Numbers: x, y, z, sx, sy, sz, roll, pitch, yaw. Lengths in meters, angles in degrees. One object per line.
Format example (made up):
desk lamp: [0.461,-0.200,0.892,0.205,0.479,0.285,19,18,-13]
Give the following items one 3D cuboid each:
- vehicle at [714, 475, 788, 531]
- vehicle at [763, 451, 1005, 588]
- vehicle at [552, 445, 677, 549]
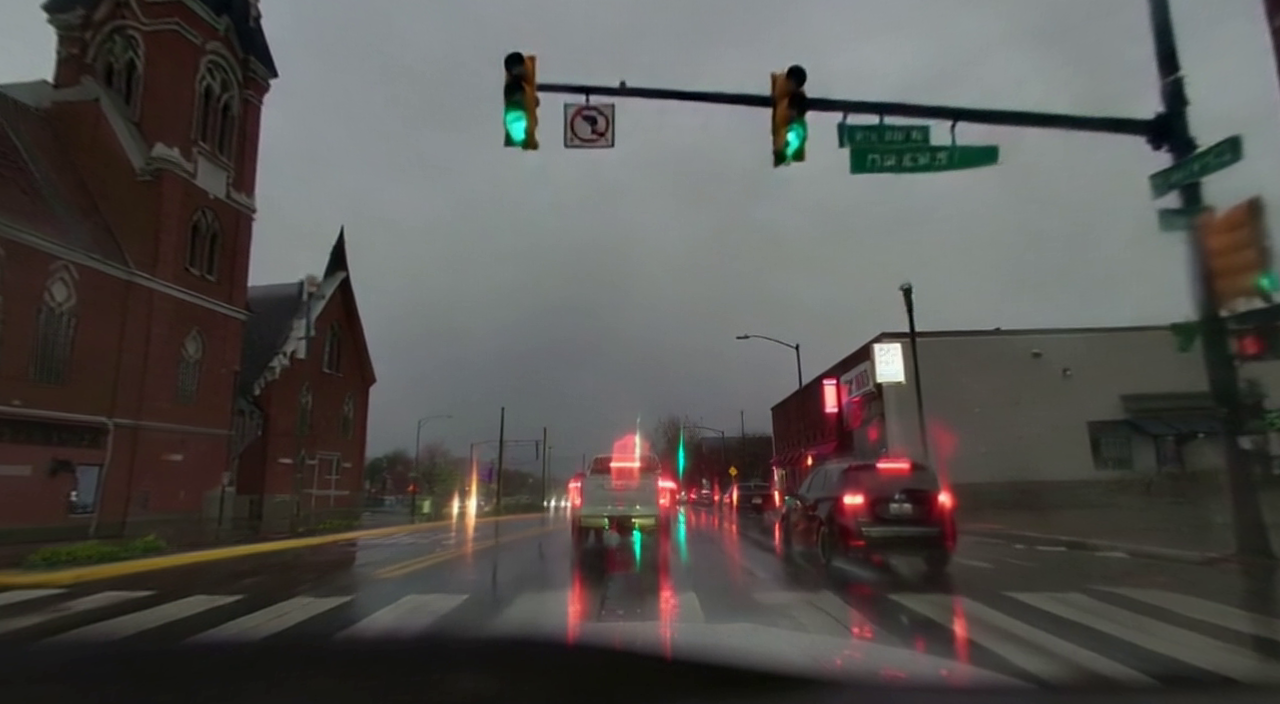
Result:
vehicle: [3.663,5.058,21.548,1.890,1.491,4.166,0,-8,2]
vehicle: [3.195,2.255,9.434,1.883,1.472,4.471,0,-8,1]
vehicle: [-0.444,2.830,13.087,2.168,1.776,4.135,0,-8,0]
